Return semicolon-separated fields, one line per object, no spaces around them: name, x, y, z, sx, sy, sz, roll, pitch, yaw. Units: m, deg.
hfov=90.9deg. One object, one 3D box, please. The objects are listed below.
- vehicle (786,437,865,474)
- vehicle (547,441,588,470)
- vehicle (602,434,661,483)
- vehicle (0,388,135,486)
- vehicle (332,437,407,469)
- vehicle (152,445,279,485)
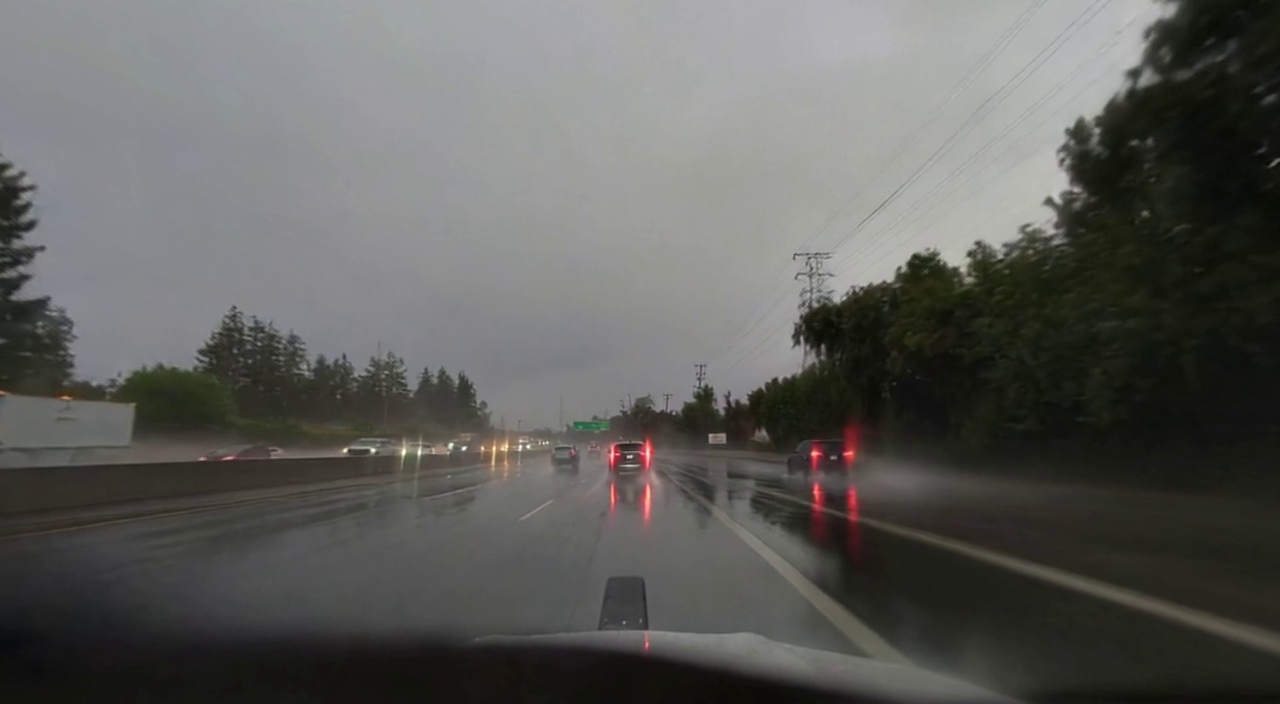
vehicle;9.220;5.195;31.845;2.099;1.720;4.829;1;-9;-6
vehicle;-4.505;6.535;39.947;2.130;1.685;4.341;0;-9;-1
vehicle;-0.336;4.266;25.488;2.192;1.769;4.287;0;-9;-1
vehicle;-23.849;3.324;24.243;2.795;3.380;7.270;0;-9;-1
vehicle;-16.600;6.225;39.036;2.228;1.808;5.608;0;-9;-1
vehicle;-16.695;4.448;25.158;1.838;1.424;4.575;-1;-9;1
